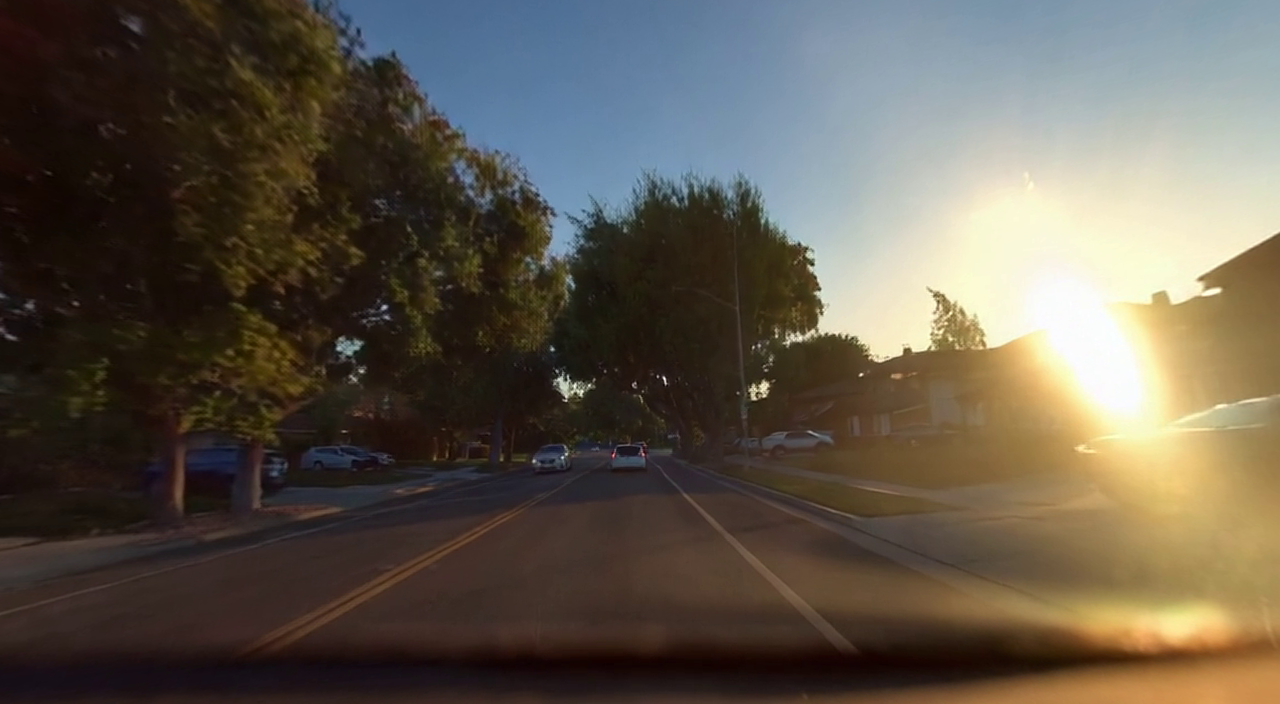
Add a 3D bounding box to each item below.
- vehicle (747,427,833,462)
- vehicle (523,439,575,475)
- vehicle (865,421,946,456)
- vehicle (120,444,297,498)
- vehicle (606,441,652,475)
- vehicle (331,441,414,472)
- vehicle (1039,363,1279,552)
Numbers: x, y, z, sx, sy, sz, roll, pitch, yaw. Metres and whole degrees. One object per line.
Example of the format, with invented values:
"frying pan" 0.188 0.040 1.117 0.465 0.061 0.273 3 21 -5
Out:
"vehicle" 9.206 5.703 39.027 4.634 1.723 1.966 -4 -7 -3
"vehicle" -5.127 5.943 36.077 2.256 1.838 4.613 -2 -8 0
"vehicle" 15.309 4.940 36.340 4.462 1.699 2.145 2 -7 -36
"vehicle" -14.863 4.107 21.952 4.608 1.743 2.222 -1 -9 6
"vehicle" -0.509 5.053 30.377 2.098 1.483 4.099 0 -8 -1
"vehicle" -17.390 6.791 41.255 4.463 1.917 1.970 1 -8 -5
"vehicle" 8.163 1.059 7.728 4.957 1.857 2.157 -5 -8 -1
